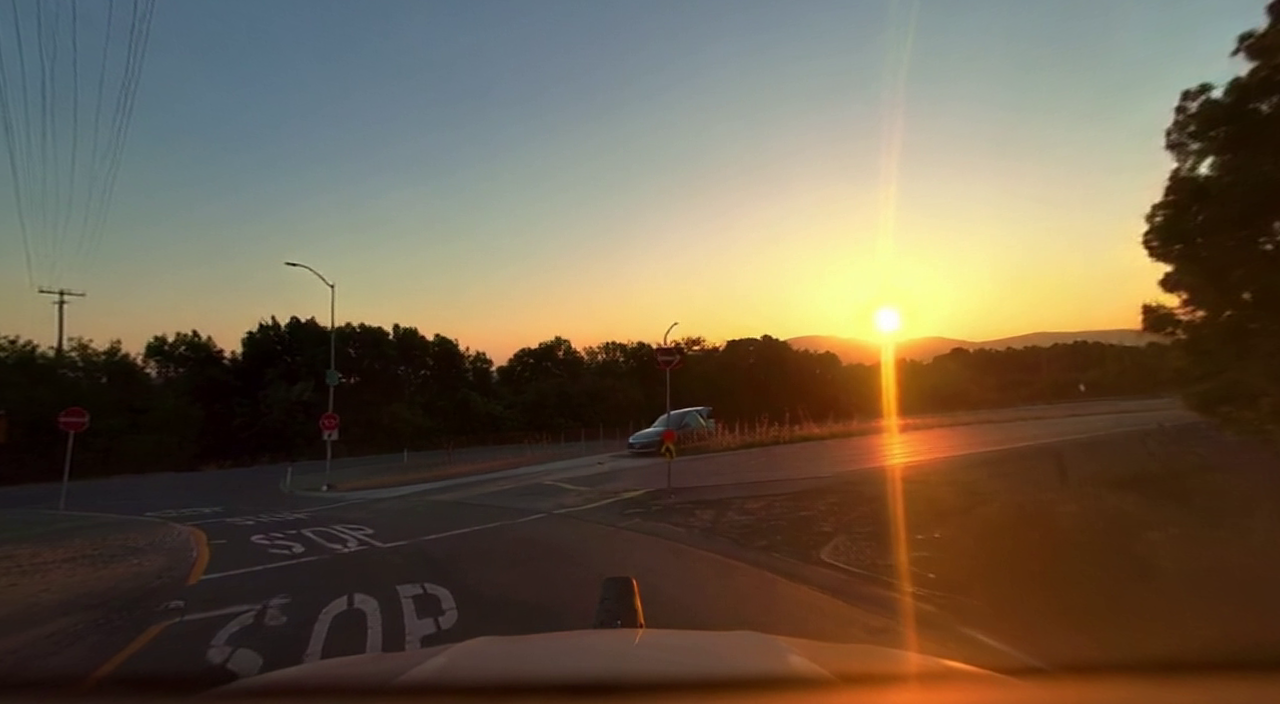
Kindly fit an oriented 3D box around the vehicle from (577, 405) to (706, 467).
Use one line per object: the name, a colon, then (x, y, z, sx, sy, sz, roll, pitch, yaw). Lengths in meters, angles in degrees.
vehicle: (0.134, 3.039, 22.902, 4.403, 1.574, 1.914, -4, -5, -42)
